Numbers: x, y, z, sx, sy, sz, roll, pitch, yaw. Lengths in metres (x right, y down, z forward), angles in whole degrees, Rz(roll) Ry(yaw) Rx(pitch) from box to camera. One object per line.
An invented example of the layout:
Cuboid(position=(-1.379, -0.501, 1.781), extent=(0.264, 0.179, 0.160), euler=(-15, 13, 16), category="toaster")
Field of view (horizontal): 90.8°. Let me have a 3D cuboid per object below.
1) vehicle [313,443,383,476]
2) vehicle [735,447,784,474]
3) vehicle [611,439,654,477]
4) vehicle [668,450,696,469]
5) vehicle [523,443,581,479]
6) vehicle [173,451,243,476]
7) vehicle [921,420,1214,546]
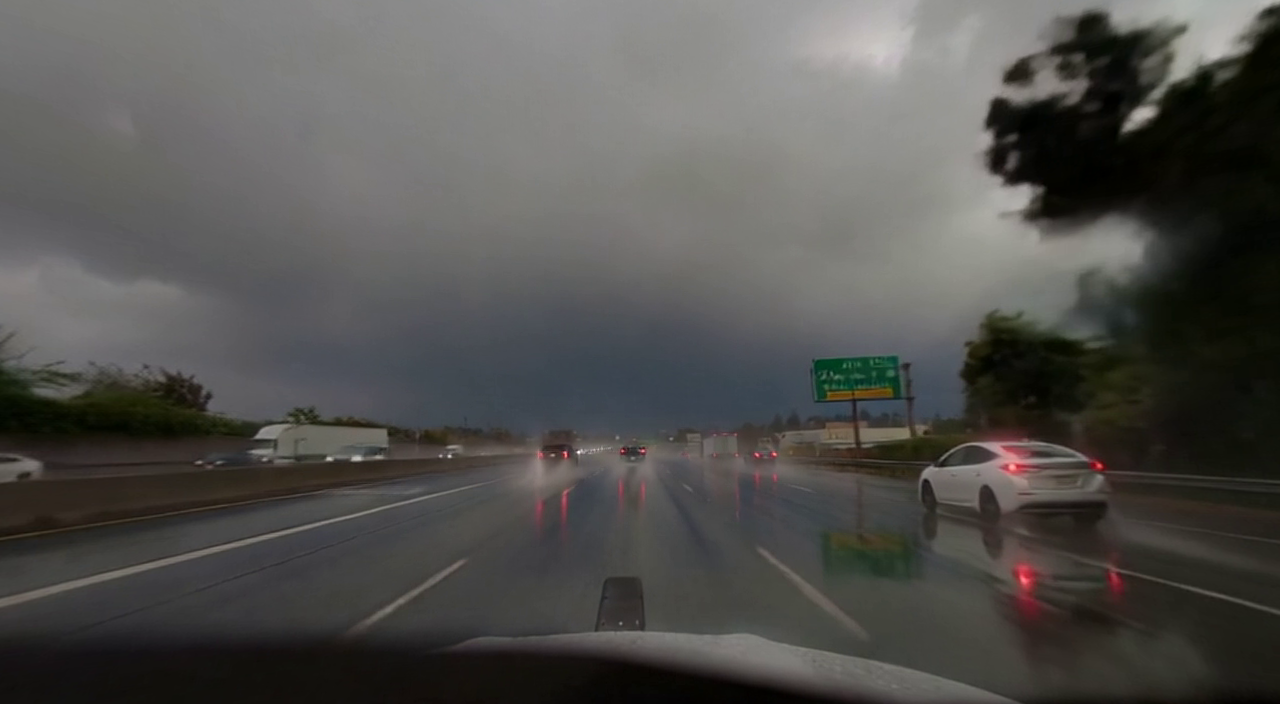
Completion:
Cuboid(position=(-13.641, 5.021, 29.745), extent=(1.606, 1.434, 3.414), euler=(0, -9, 1), category="vehicle")
Cuboid(position=(6.796, 6.185, 36.323), extent=(1.879, 1.428, 4.402), euler=(0, -9, -1), category="vehicle")
Cuboid(position=(-0.351, 5.371, 32.322), extent=(2.002, 1.759, 4.658), euler=(0, -9, 0), category="vehicle")
Cuboid(position=(3.052, 7.895, 46.540), extent=(1.816, 1.353, 3.809), euler=(0, -9, -1), category="vehicle")
Cuboid(position=(-4.235, 5.316, 31.178), extent=(2.126, 1.631, 4.643), euler=(0, -9, 1), category="vehicle")
Cuboid(position=(-25.597, 6.587, 37.562), extent=(1.653, 1.399, 3.485), euler=(0, -9, 0), category="vehicle")
Cuboid(position=(6.659, 2.068, 10.595), extent=(1.944, 1.666, 4.184), euler=(0, -9, 0), category="vehicle")
